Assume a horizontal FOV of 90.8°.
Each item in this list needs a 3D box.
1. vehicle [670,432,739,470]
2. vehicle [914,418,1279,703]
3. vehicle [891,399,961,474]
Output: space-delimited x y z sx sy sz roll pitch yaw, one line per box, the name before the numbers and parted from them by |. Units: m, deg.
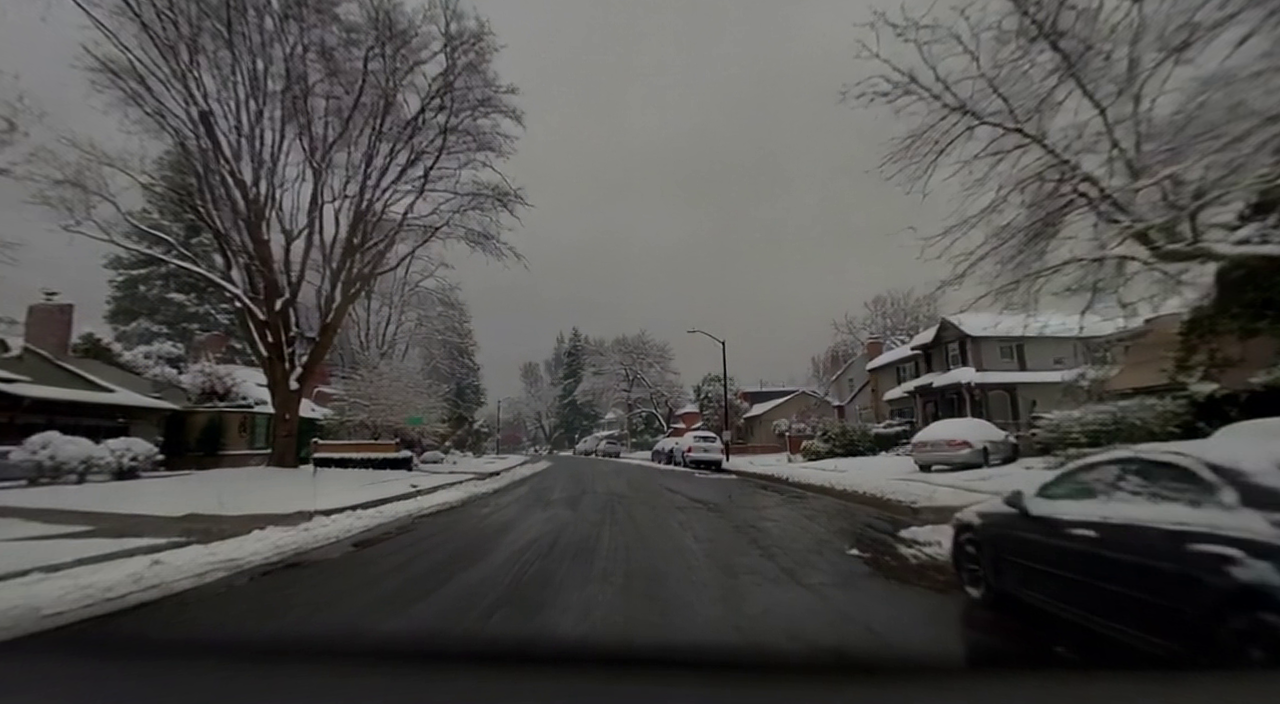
vehicle | 3.516 5.532 35.735 2.715 1.900 6.163 2 -8 -5
vehicle | 3.777 1.199 3.838 2.132 1.478 4.685 0 -9 0
vehicle | 9.623 2.861 21.250 1.820 2.366 1.453 -5 -10 33
